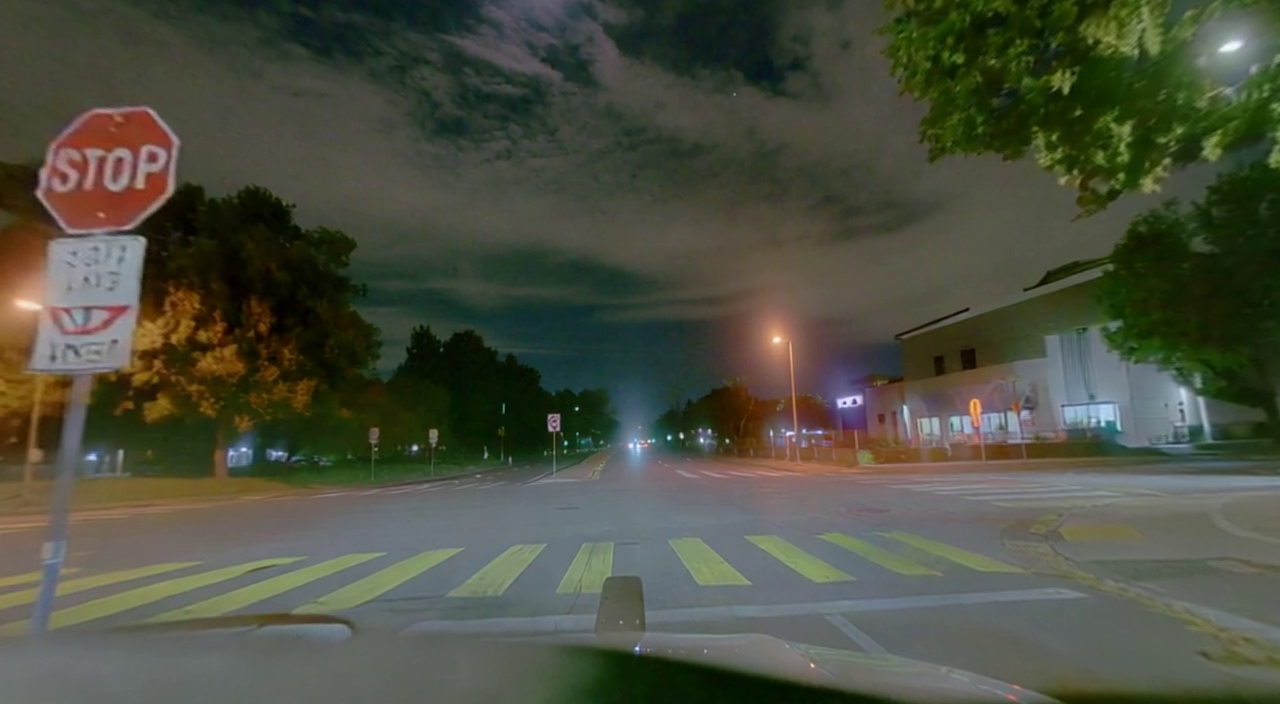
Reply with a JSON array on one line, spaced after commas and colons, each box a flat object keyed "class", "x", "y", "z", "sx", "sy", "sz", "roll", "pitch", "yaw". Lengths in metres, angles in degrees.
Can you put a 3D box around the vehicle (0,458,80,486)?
[{"class": "vehicle", "x": -36.977, "y": 7.261, "z": 38.487, "sx": 1.871, "sy": 1.523, "sz": 4.028, "roll": 0, "pitch": -9, "yaw": 2}]
